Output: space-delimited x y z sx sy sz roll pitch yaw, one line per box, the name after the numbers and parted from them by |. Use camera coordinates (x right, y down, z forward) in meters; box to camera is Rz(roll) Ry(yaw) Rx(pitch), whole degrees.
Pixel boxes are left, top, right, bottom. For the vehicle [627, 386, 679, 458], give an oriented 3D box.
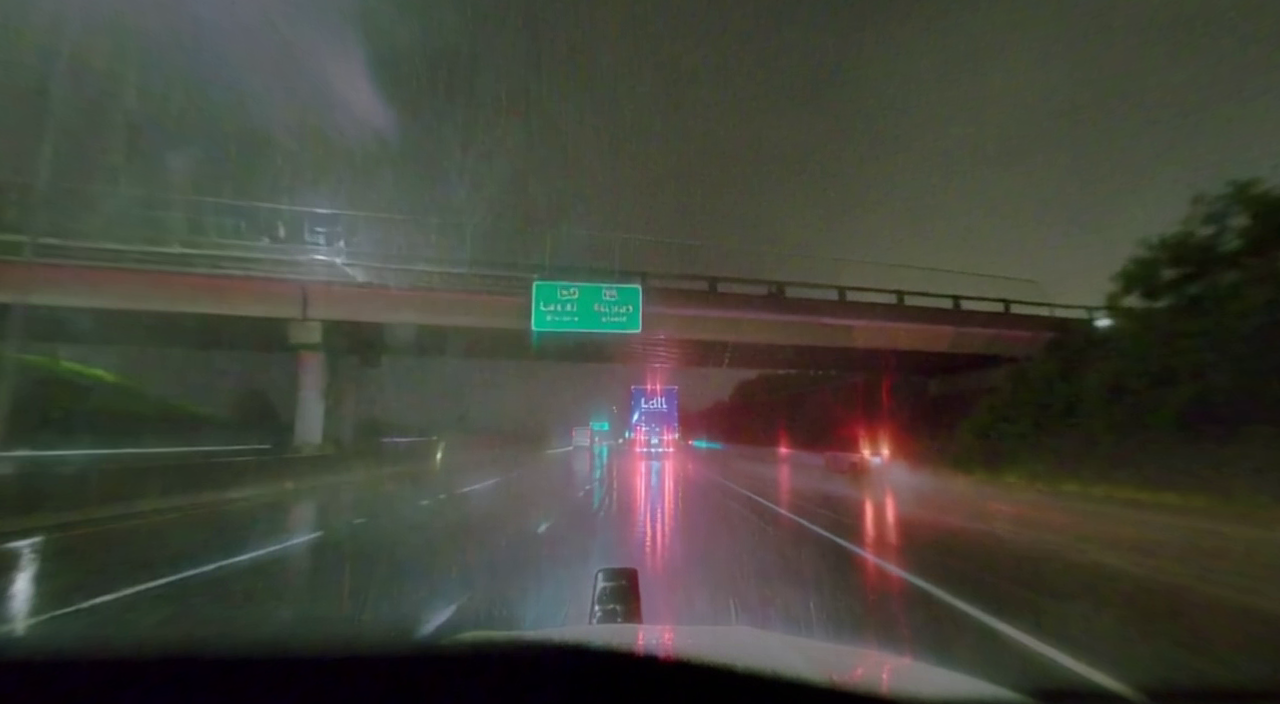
0.777 5.112 44.388 3.034 4.194 14.704 0 -8 0 | vehicle
